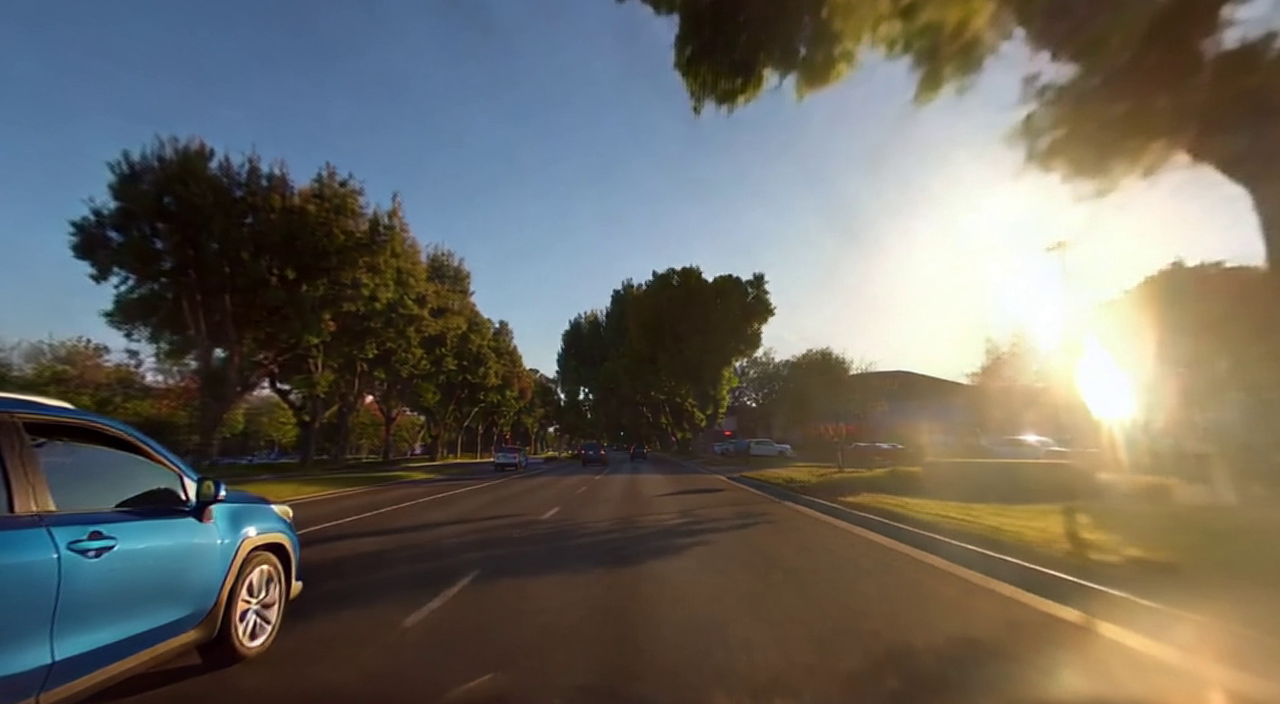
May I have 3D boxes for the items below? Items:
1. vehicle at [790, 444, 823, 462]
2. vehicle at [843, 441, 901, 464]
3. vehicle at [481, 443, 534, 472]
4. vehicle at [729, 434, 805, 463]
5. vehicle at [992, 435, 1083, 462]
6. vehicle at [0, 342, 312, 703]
[{"bbox_3d":[13.074,7.925,49.652,1.540,1.395,3.516,0,-8,-1],"label":"vehicle"},{"bbox_3d":[15.877,6.894,43.440,2.177,1.397,4.511,-2,-8,-1],"label":"vehicle"},{"bbox_3d":[-7.426,5.944,35.750,1.990,1.483,4.410,0,-8,1],"label":"vehicle"},{"bbox_3d":[8.891,6.739,44.161,5.031,1.951,2.184,-2,-9,15],"label":"vehicle"},{"bbox_3d":[26.669,6.455,42.596,2.672,1.580,5.933,-3,-7,5],"label":"vehicle"},{"bbox_3d":[-3.312,0.791,2.144,2.127,1.654,4.121,0,-8,0],"label":"vehicle"}]
